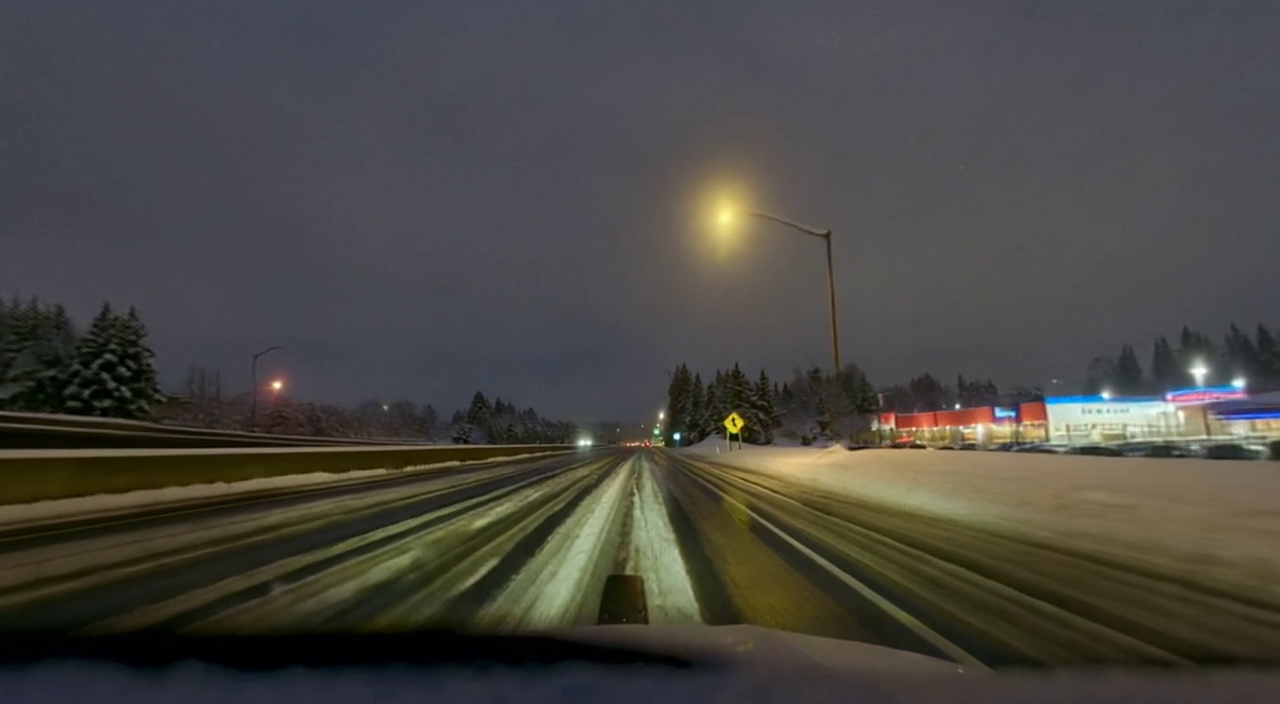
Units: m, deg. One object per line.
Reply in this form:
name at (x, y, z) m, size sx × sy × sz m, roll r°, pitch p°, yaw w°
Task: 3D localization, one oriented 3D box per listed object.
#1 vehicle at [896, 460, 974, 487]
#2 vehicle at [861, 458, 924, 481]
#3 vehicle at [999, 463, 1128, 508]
vehicle at (16.233, 6.690, 34.820) m, size 3.458 × 1.378 × 1.600 m, roll -1°, pitch -9°, yaw 3°
vehicle at (16.082, 7.488, 40.264) m, size 3.323 × 1.358 × 1.599 m, roll 0°, pitch -8°, yaw -3°
vehicle at (16.136, 5.078, 24.168) m, size 3.645 × 1.402 × 1.625 m, roll -3°, pitch -7°, yaw 3°
